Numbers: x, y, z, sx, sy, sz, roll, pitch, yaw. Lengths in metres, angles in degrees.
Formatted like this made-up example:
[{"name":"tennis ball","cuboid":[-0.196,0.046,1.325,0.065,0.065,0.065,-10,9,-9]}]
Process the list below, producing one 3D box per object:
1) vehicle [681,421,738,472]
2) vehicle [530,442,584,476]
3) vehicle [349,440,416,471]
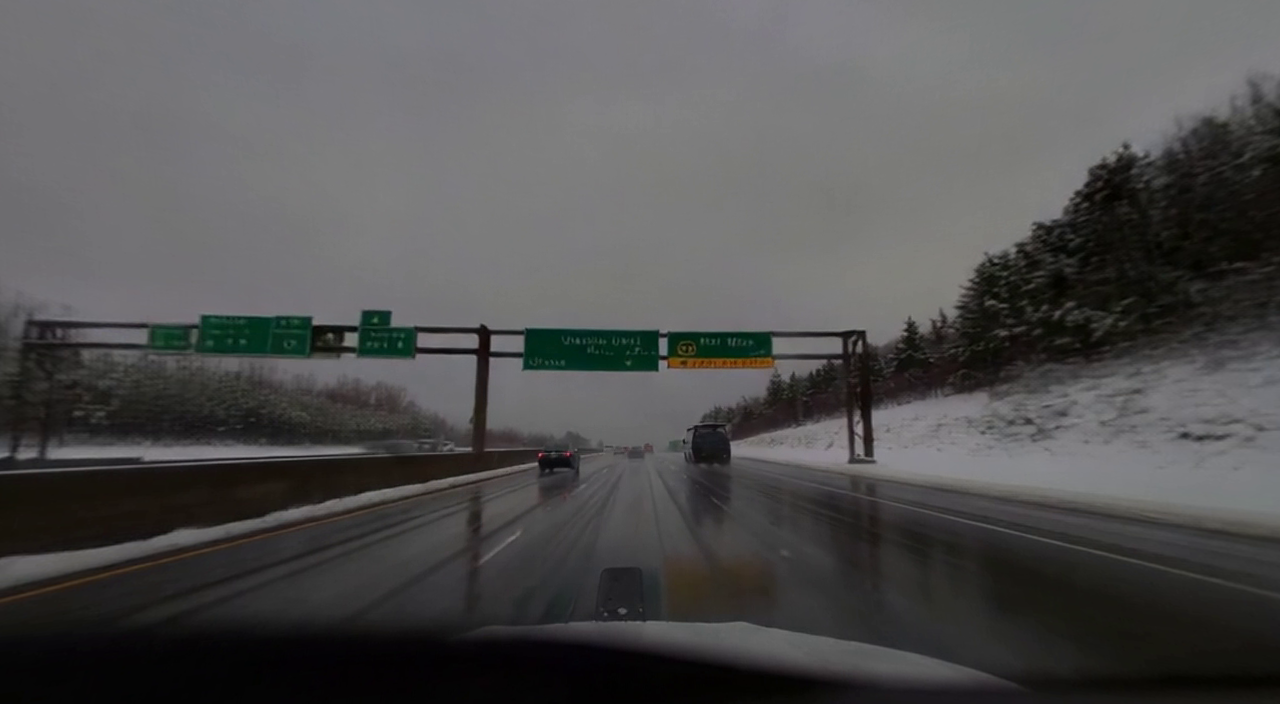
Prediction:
[{"name":"vehicle","cuboid":[3.766,5.314,35.367,2.361,2.636,5.684,0,-9,-1]},{"name":"vehicle","cuboid":[-4.029,5.327,31.477,2.054,1.529,4.368,0,-9,1]},{"name":"vehicle","cuboid":[-12.331,4.975,30.458,1.668,1.382,3.740,0,-9,0]}]
